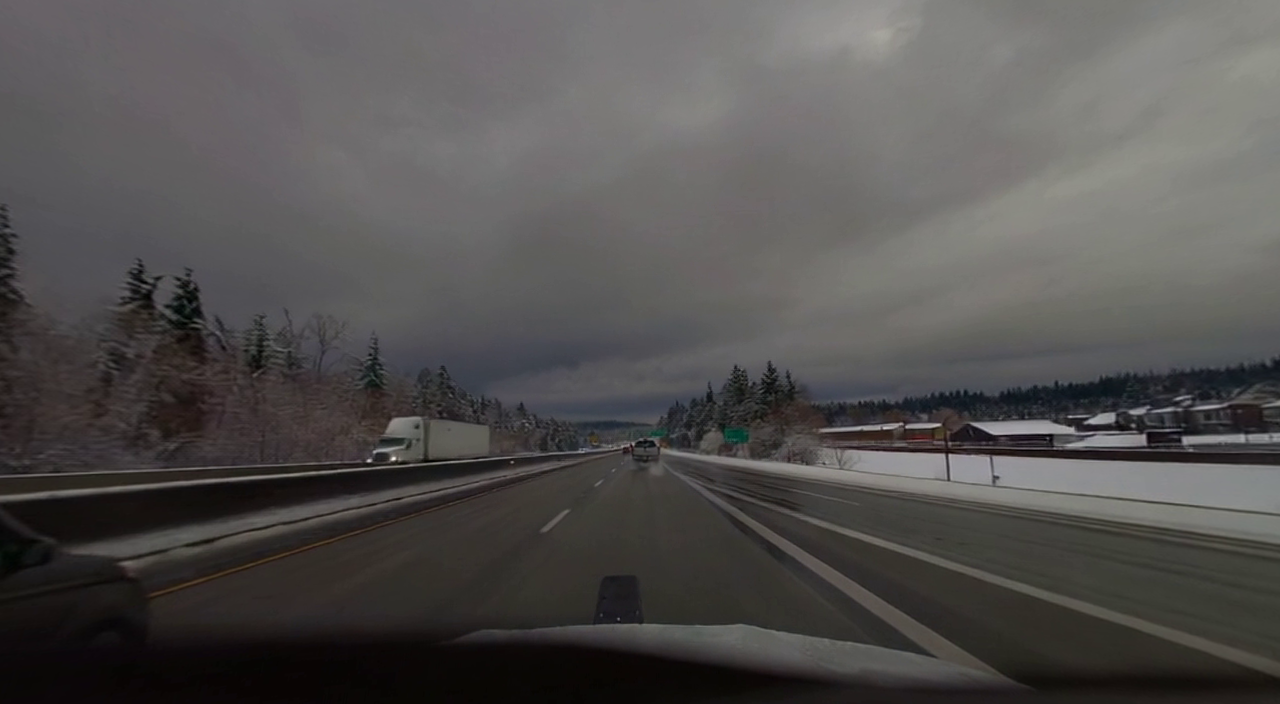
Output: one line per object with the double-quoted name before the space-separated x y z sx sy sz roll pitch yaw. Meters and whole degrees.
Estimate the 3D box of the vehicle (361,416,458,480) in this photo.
"vehicle" -16.443 7.015 45.756 2.999 4.090 10.254 -1 -9 1

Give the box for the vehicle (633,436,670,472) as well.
"vehicle" 0.720 6.502 40.122 2.268 2.122 4.595 -1 -9 1
